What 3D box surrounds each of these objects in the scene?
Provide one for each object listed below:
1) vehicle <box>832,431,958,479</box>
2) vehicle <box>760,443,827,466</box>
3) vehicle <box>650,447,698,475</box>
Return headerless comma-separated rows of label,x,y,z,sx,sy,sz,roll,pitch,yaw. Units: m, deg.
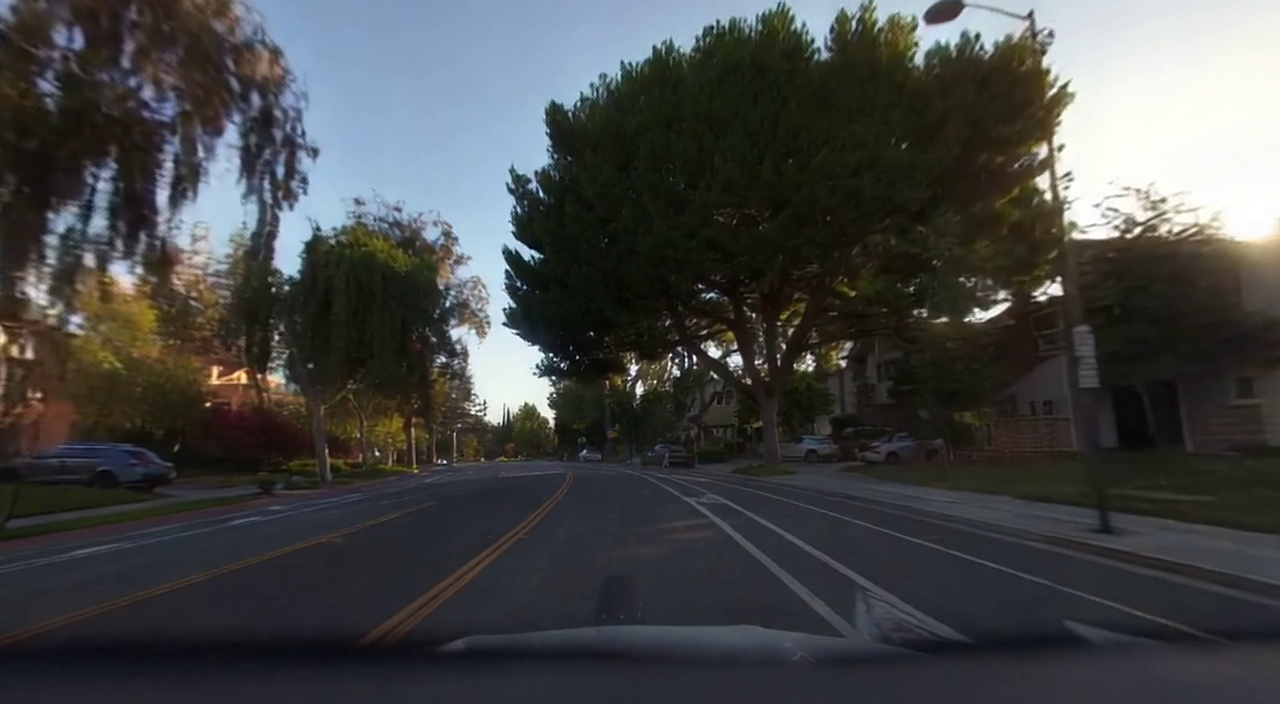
vehicle,11.430,4.641,28.430,4.697,1.861,2.126,0,-12,-13
vehicle,11.794,7.901,48.763,4.504,1.702,2.119,2,-9,-14
vehicle,2.100,6.874,40.194,1.997,1.618,4.119,2,-9,-13
